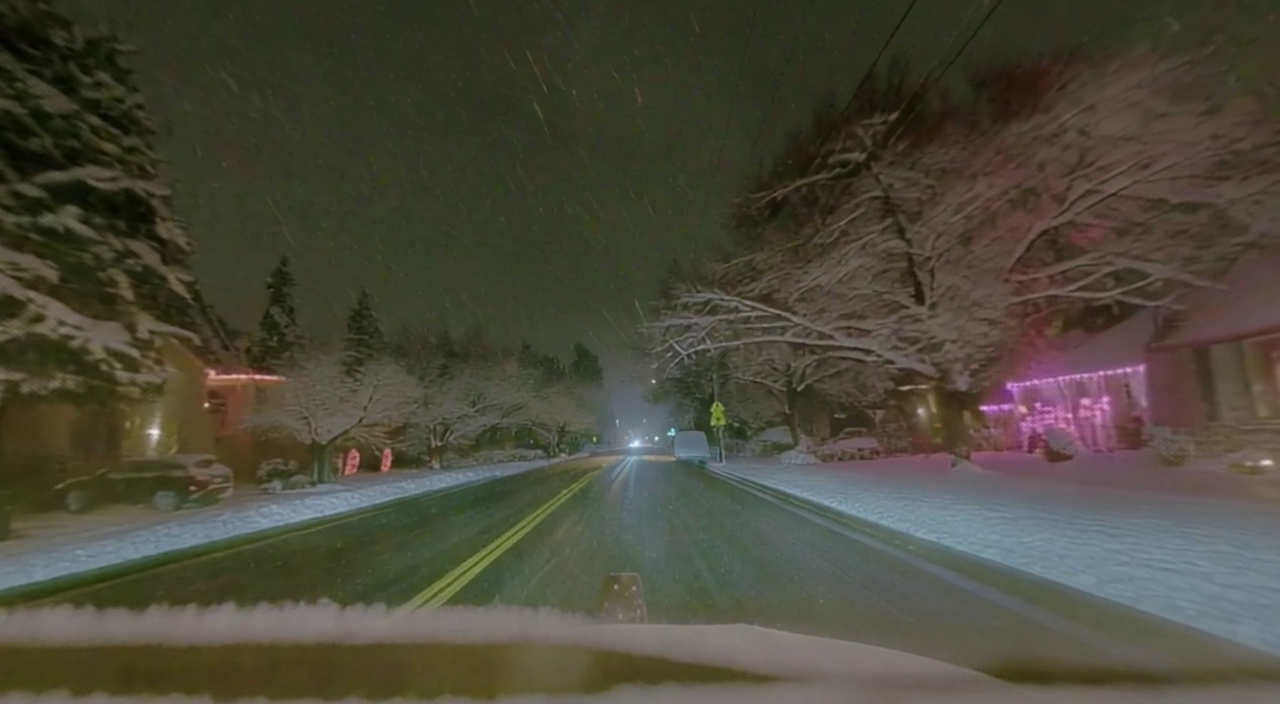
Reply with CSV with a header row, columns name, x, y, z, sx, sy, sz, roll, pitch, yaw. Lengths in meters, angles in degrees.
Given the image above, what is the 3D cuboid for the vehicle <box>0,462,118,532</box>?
name,x,y,z,sx,sy,sz,roll,pitch,yaw
vehicle,-15.443,3.512,15.758,4.273,1.459,2.000,-5,-9,25

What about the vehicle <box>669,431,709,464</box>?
name,x,y,z,sx,sy,sz,roll,pitch,yaw
vehicle,2.961,5.923,39.143,2.125,1.861,4.564,-1,-8,0

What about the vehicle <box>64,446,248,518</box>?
name,x,y,z,sx,sy,sz,roll,pitch,yaw
vehicle,-14.271,3.714,18.569,5.275,1.807,2.279,-6,-10,29
